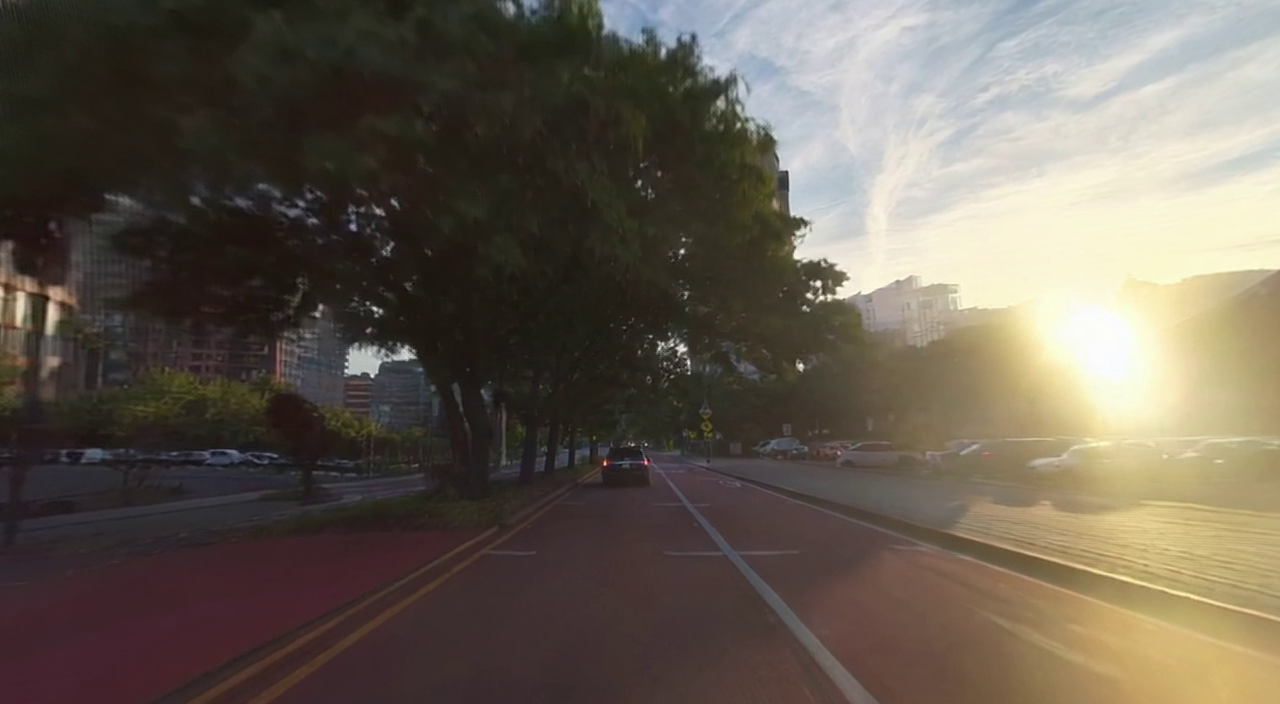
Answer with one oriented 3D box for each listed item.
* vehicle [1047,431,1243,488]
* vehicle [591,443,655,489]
[{"bbox_3d":[14.559,3.108,18.379,4.003,1.476,1.884,-2,-8,2],"label":"vehicle"},{"bbox_3d":[-0.600,3.966,22.280,2.063,1.442,4.135,0,-9,-2],"label":"vehicle"}]
